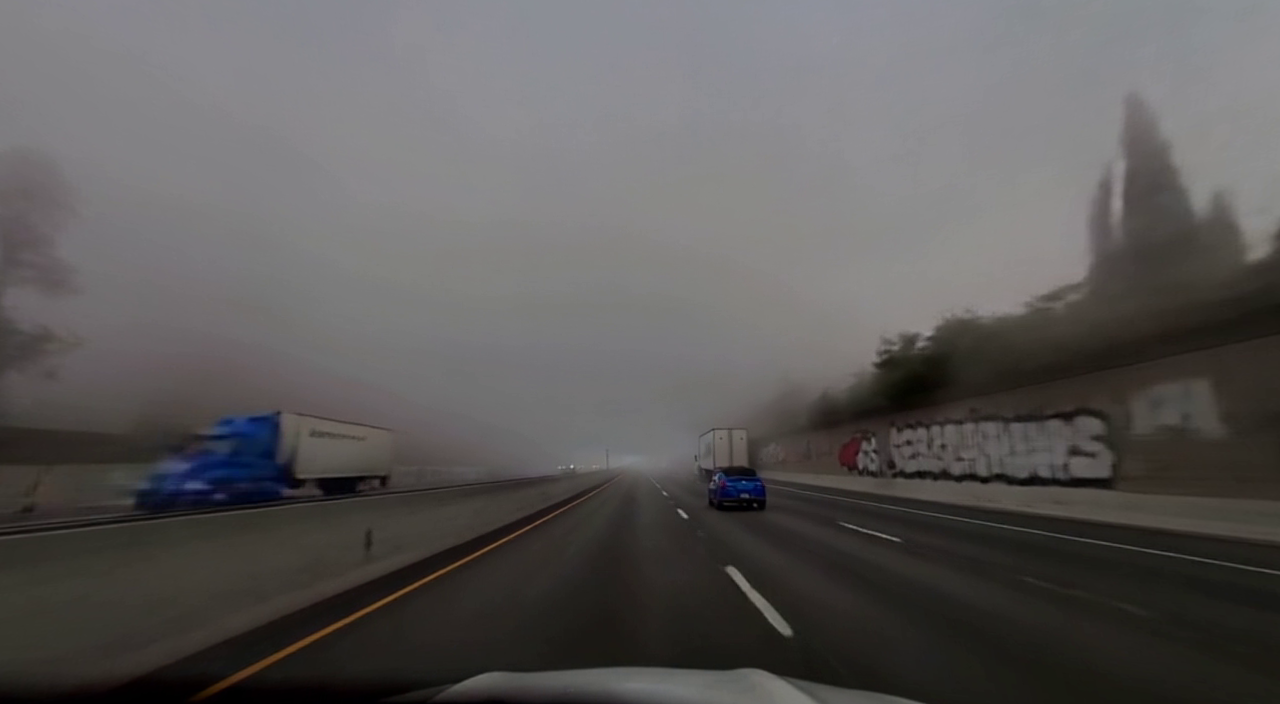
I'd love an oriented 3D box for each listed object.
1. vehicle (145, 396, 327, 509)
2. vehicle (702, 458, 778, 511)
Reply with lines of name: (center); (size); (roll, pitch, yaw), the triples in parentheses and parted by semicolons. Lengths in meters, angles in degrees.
vehicle: (-16.503, 4.268, 26.520); (2.937, 4.102, 6.574); (1, -10, 1)
vehicle: (3.273, 4.417, 21.297); (2.011, 1.574, 3.512); (1, -10, 0)
